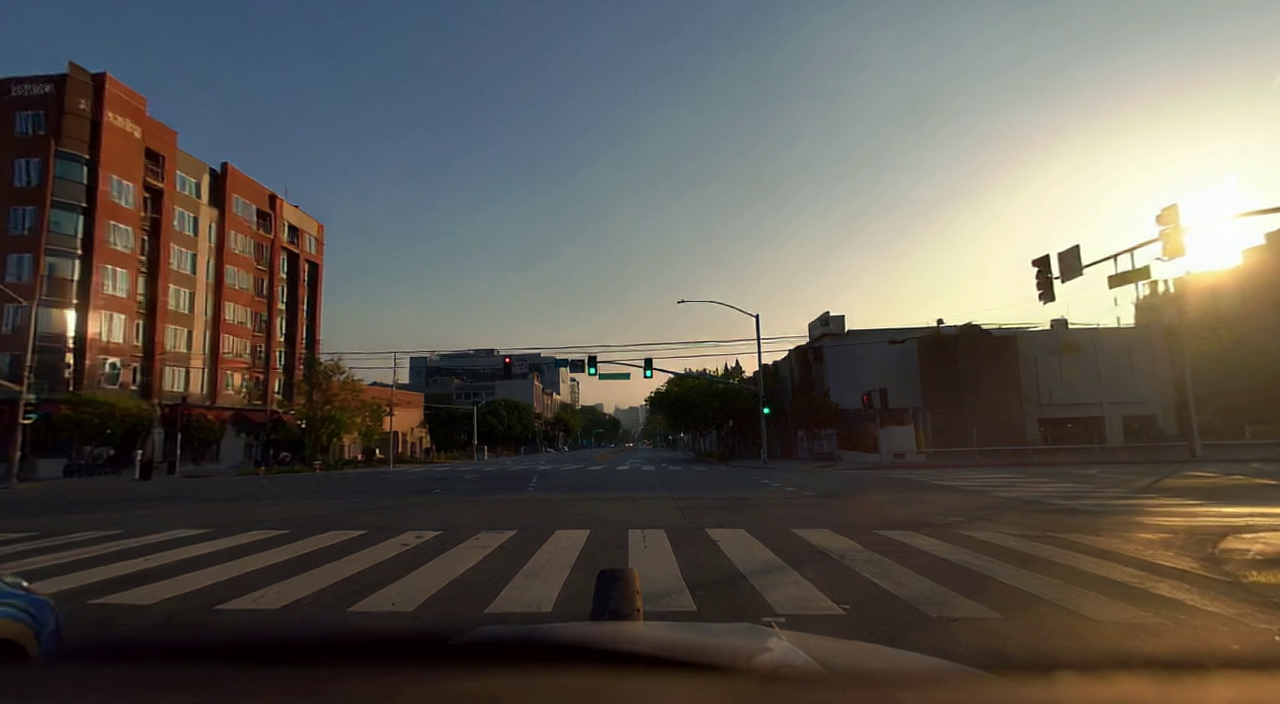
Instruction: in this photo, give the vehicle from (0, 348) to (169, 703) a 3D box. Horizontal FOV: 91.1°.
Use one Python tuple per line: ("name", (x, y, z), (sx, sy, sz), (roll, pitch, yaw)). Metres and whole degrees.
("vehicle", (-3.633, 0.619, 1.056), (2.109, 1.692, 4.587), (0, -8, 0))
